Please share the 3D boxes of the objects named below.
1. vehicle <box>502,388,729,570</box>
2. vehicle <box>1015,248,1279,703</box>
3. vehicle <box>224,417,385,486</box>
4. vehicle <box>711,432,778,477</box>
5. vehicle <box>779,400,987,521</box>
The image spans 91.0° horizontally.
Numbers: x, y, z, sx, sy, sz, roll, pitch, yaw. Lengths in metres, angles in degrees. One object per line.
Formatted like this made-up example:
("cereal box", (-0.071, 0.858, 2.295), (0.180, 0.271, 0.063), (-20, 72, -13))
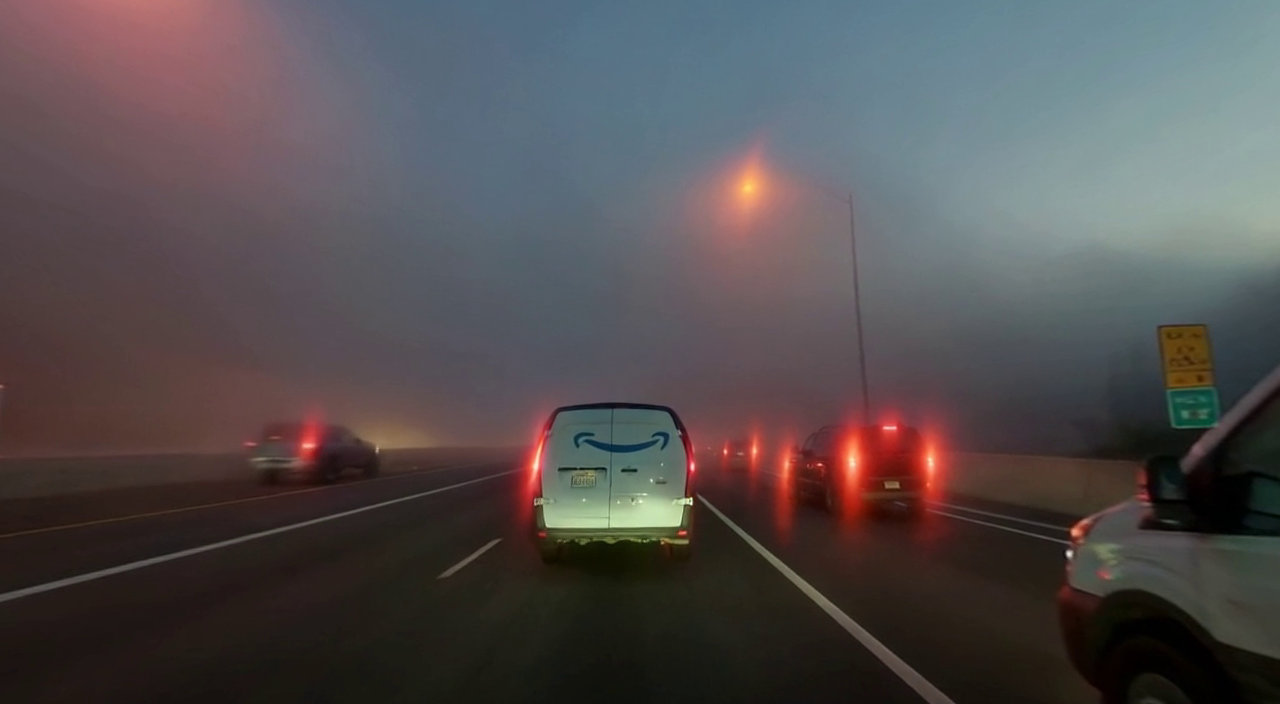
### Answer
("vehicle", (-0.217, 1.610, 8.639), (2.287, 1.823, 4.369), (0, -8, 1))
("vehicle", (3.094, 0.451, 0.565), (2.341, 1.890, 5.144), (0, -8, 0))
("vehicle", (-10.338, 3.136, 20.047), (2.232, 1.882, 5.128), (0, -8, 0))
("vehicle", (4.299, 4.293, 26.586), (2.064, 1.720, 4.416), (0, -8, 0))
("vehicle", (4.642, 2.203, 13.217), (2.179, 1.999, 5.331), (1, -8, -1))
